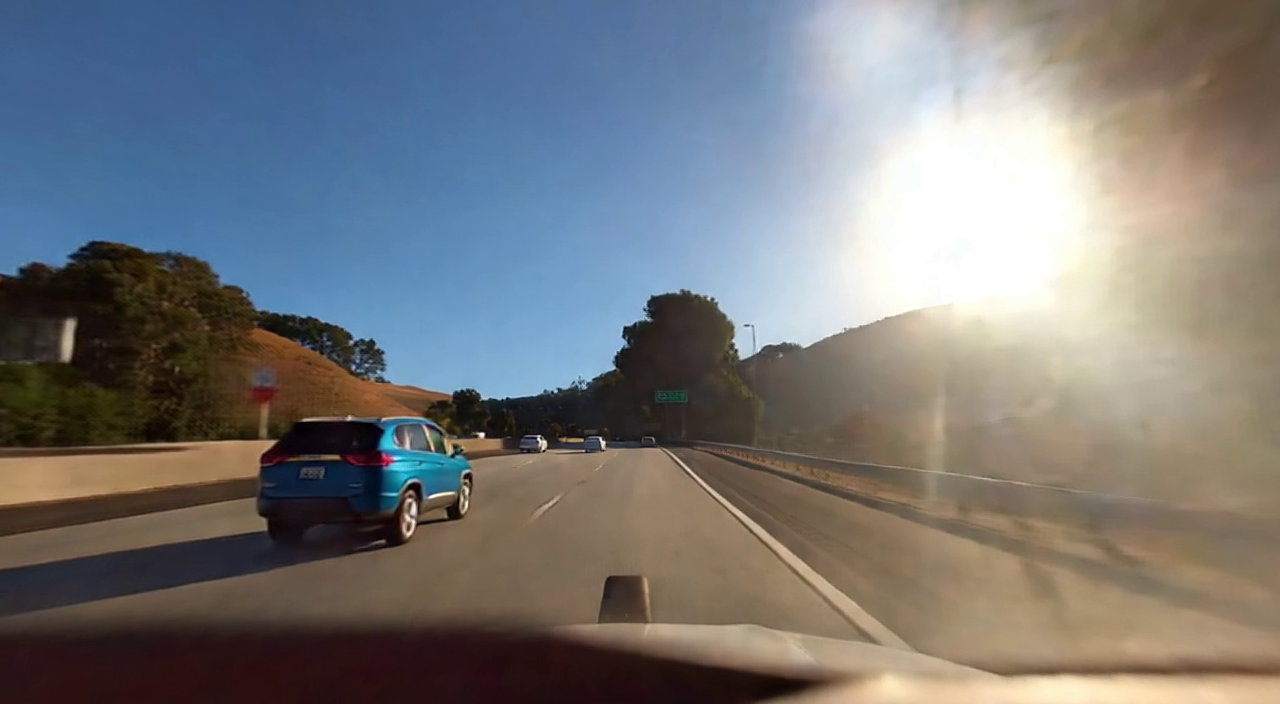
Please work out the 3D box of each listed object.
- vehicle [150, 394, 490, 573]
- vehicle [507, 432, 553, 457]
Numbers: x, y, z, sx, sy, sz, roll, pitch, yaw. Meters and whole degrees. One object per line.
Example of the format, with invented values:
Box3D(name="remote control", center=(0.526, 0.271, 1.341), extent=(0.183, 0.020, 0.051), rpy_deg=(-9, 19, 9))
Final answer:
Box3D(name="vehicle", center=(-3.644, 1.586, 8.395), extent=(2.138, 1.718, 4.415), rpy_deg=(-1, -8, 1))
Box3D(name="vehicle", center=(-7.014, 5.970, 40.730), extent=(1.963, 1.476, 4.739), rpy_deg=(-1, -8, 2))
